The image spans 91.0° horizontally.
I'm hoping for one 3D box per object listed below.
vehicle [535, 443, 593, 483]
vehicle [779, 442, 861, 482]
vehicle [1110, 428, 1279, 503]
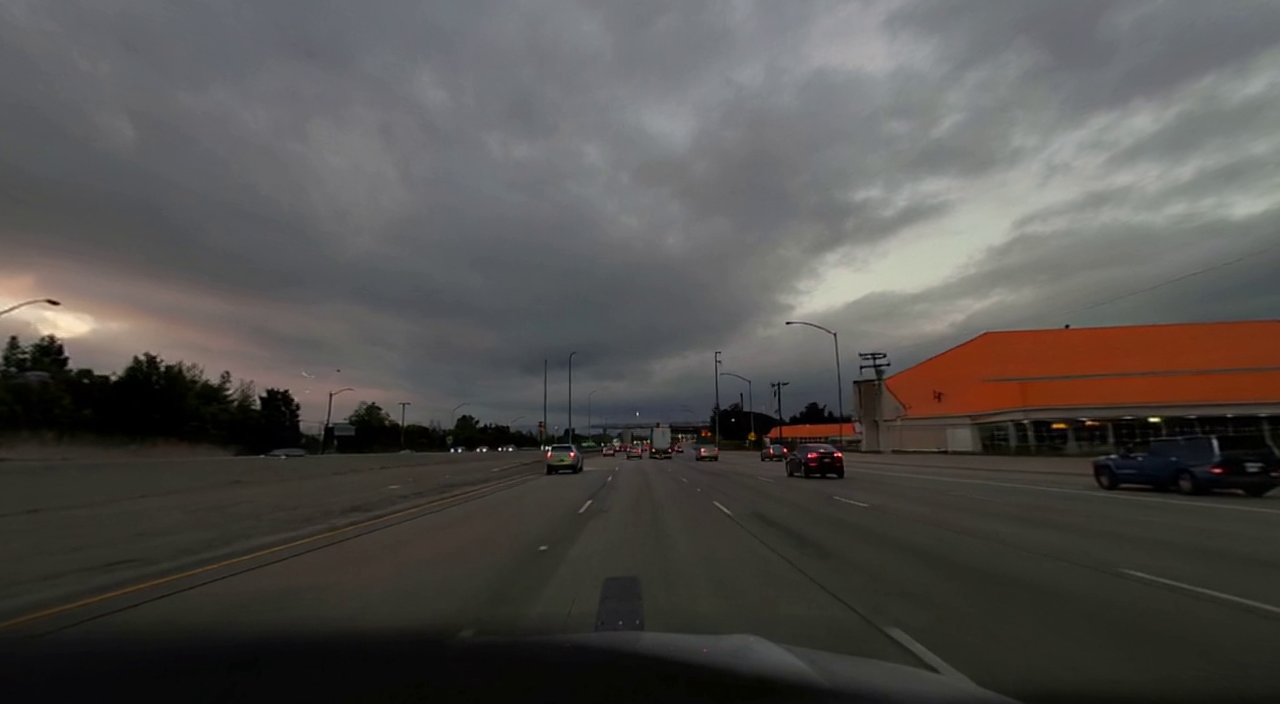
[{"bbox_3d":[-3.058,4.541,26.137,1.929,1.521,4.097,0,-8,0],"label":"vehicle"},{"bbox_3d":[7.321,4.491,26.076,1.980,1.501,4.433,0,-8,-2],"label":"vehicle"},{"bbox_3d":[15.934,3.083,17.462,2.201,1.785,4.399,1,-9,-3],"label":"vehicle"}]
